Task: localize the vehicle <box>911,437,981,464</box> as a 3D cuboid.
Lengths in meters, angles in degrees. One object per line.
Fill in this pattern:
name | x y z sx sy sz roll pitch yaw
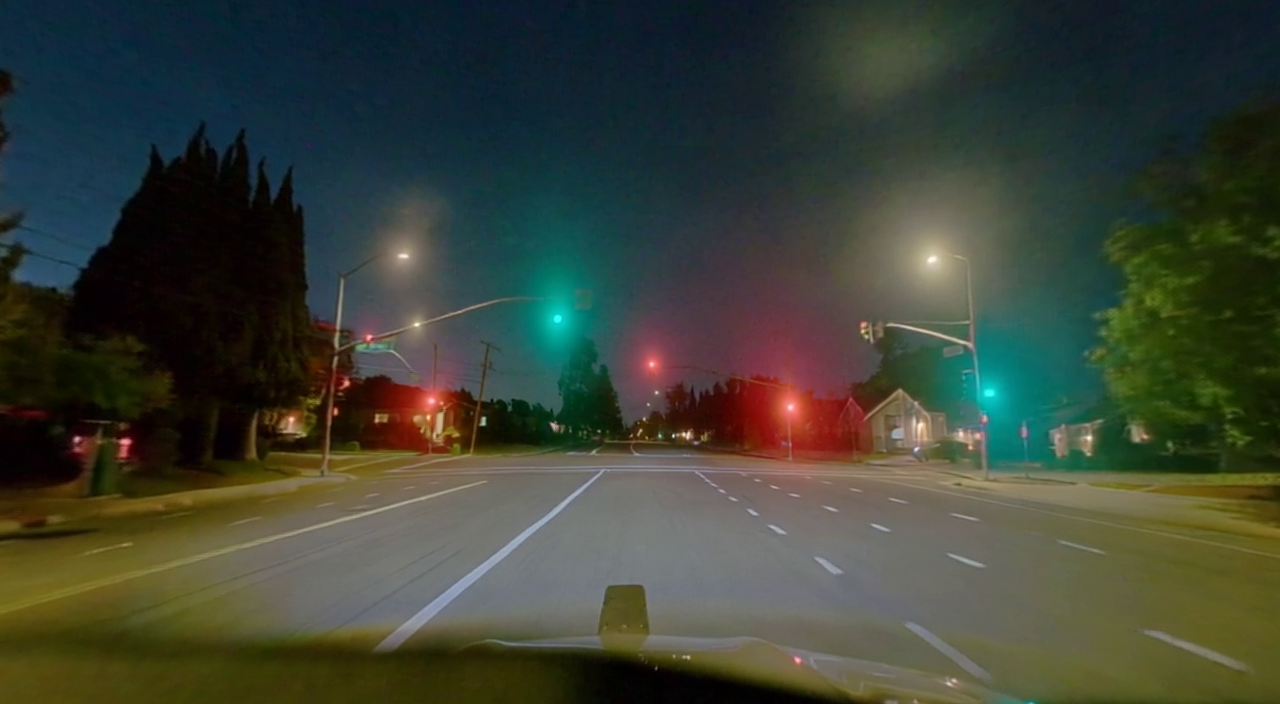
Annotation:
vehicle | 23.097 7.477 47.822 2.030 1.927 4.853 2 -9 -13
